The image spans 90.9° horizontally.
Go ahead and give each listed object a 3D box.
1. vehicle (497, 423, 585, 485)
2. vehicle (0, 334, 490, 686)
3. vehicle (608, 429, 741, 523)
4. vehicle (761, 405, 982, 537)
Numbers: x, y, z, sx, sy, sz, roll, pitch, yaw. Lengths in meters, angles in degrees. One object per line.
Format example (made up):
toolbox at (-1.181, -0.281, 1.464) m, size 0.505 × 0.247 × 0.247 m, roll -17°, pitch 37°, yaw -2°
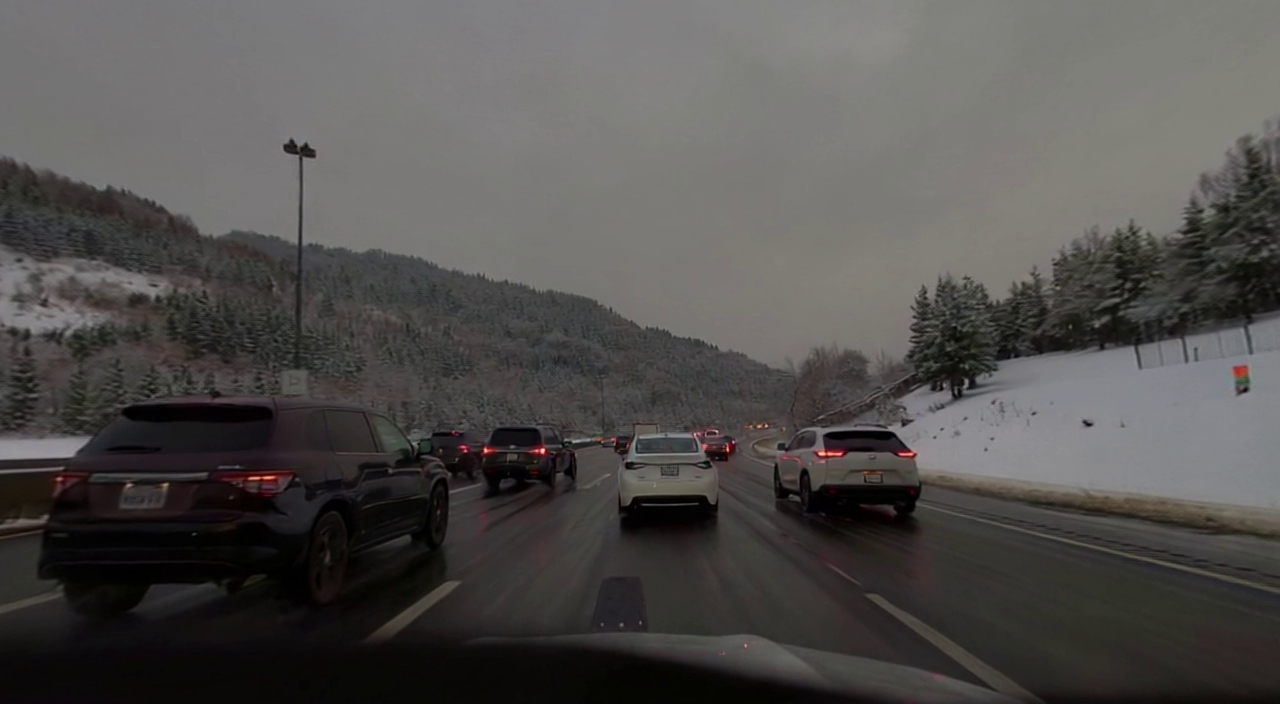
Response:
vehicle at (-3.165, 3.390, 21.204) m, size 1.997 × 1.806 × 5.002 m, roll 0°, pitch -8°, yaw 2°
vehicle at (-3.334, 1.227, 6.180) m, size 2.301 × 1.902 × 5.374 m, roll 0°, pitch -8°, yaw 1°
vehicle at (0.578, 2.285, 12.239) m, size 2.105 × 1.471 × 4.349 m, roll 0°, pitch -8°, yaw 1°
vehicle at (3.561, 1.932, 10.824) m, size 2.046 × 1.765 × 4.534 m, roll 0°, pitch -8°, yaw 0°
